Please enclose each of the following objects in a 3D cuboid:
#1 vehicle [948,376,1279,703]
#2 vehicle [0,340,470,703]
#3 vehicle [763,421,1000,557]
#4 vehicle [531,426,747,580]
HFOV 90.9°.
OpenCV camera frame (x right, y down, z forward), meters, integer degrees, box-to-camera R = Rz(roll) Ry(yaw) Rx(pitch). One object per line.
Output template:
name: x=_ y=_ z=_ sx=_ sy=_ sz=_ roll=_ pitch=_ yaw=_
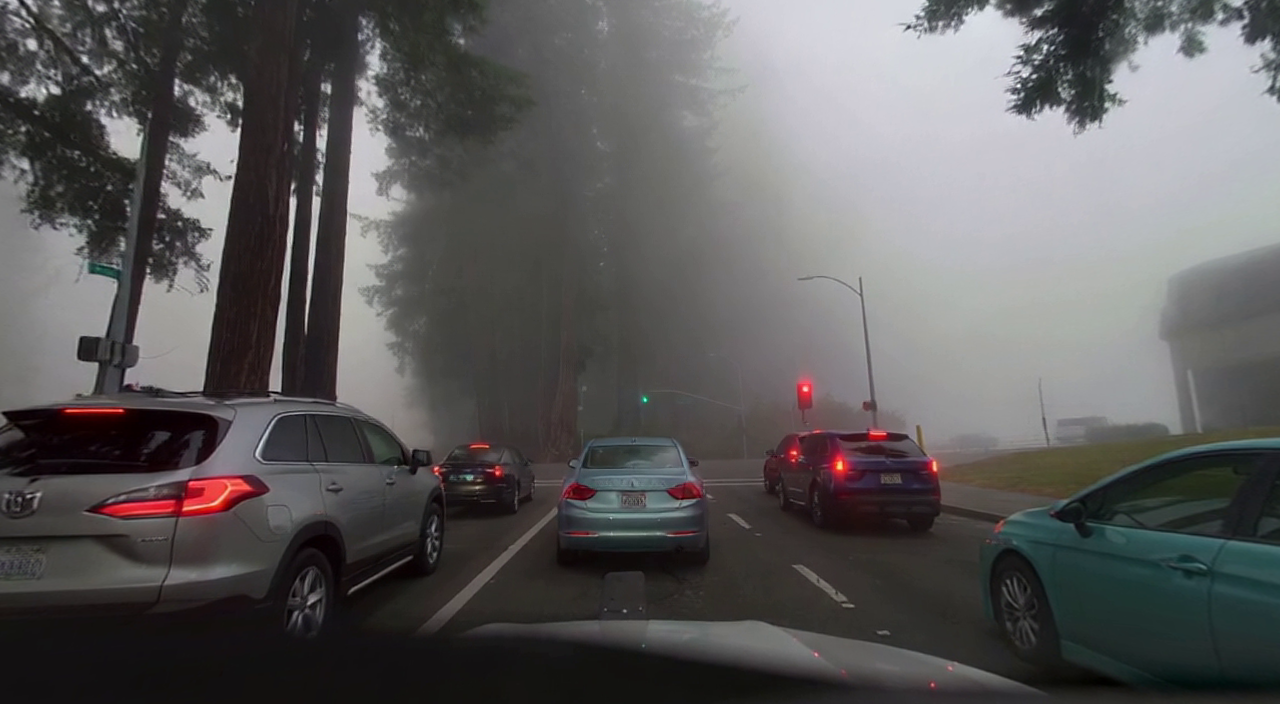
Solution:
vehicle: x=3.329 y=0.961 z=2.831 sx=1.899 sy=1.588 sz=3.888 roll=0 pitch=-9 yaw=0
vehicle: x=-3.143 y=1.163 z=5.059 sx=2.168 sy=1.750 sz=4.625 roll=-1 pitch=-9 yaw=1
vehicle: x=3.413 y=2.019 z=10.023 sx=2.040 sy=1.647 sz=4.379 roll=0 pitch=-9 yaw=0
vehicle: x=-0.037 y=1.802 z=8.318 sx=2.147 sy=1.507 sz=3.953 roll=0 pitch=-8 yaw=-1
